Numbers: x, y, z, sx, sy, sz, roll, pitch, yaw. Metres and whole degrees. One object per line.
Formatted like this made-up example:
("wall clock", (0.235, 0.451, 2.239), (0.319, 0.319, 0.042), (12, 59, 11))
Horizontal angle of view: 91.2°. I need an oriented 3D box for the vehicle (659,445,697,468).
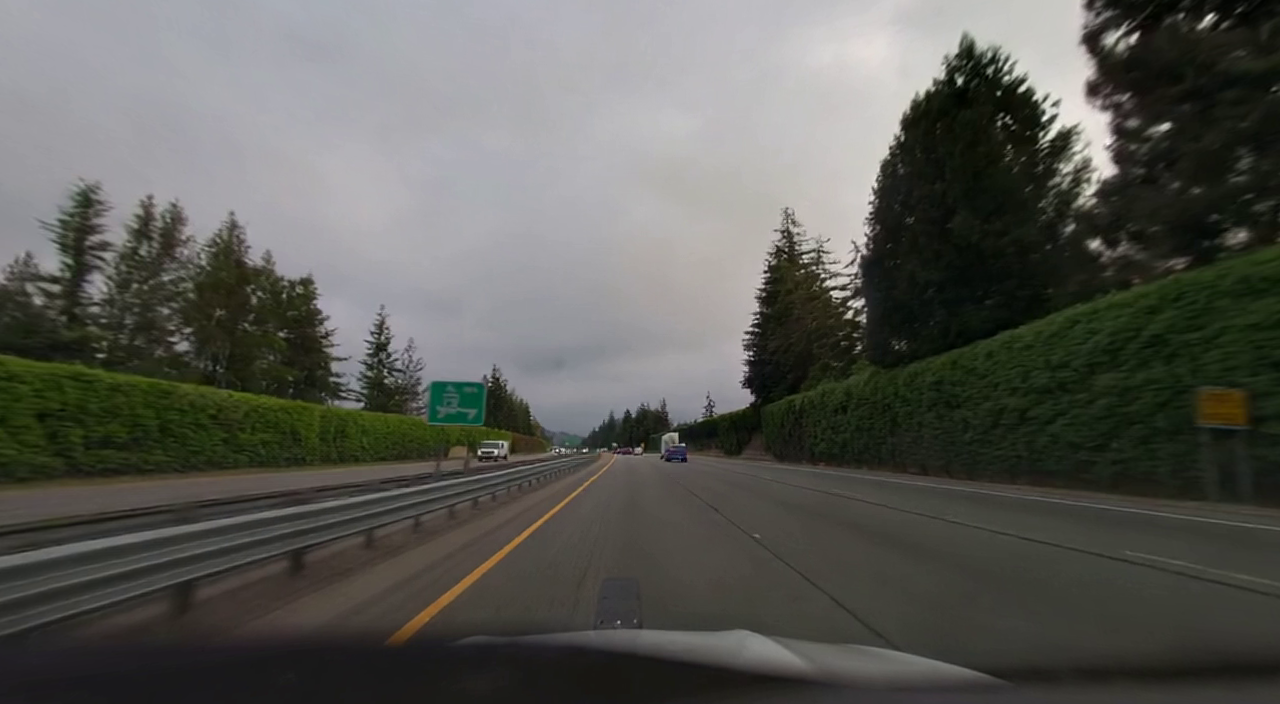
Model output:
("vehicle", (2.588, 7.247, 43.613), (2.244, 1.498, 4.338), (0, -9, -2))
